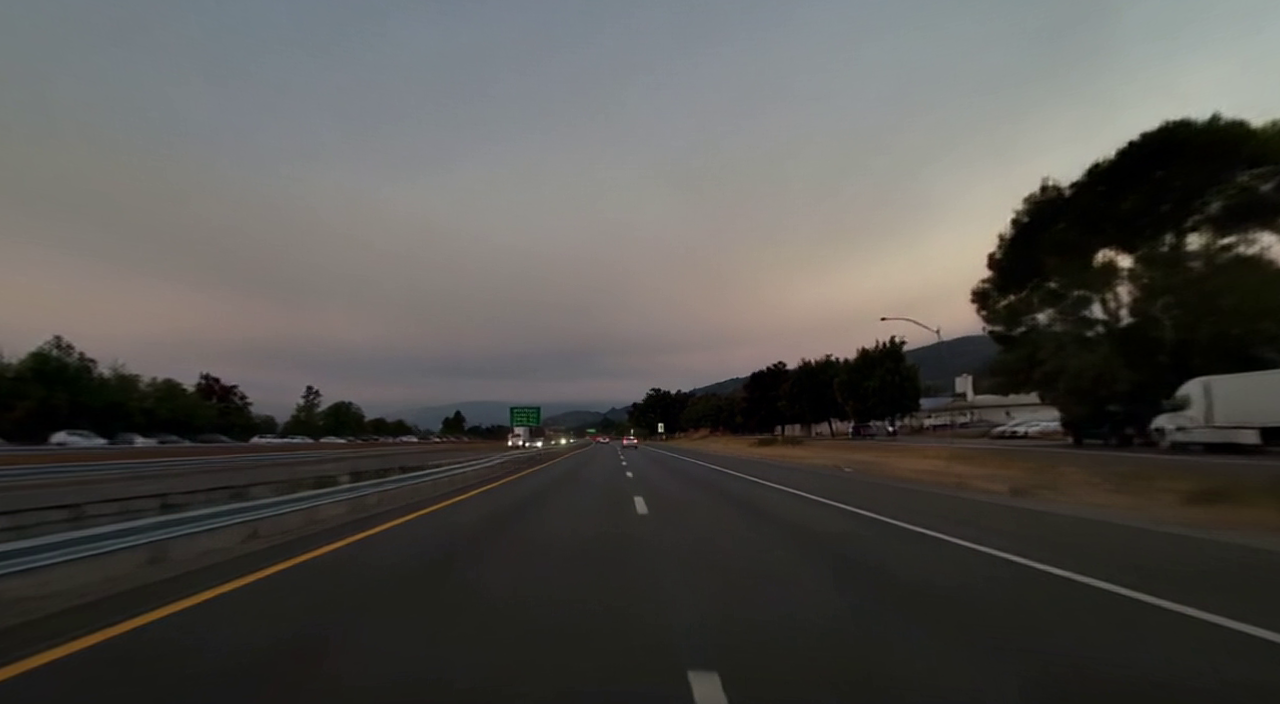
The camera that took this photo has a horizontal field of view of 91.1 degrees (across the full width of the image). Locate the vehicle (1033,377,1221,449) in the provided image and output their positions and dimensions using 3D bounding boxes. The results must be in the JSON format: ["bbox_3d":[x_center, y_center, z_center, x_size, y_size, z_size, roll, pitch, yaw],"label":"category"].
[{"bbox_3d":[35.817,4.984,47.992,3.267,4.400,17.445,-3,-8,10],"label":"vehicle"}]

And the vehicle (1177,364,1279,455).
[{"bbox_3d":[31.824,2.406,28.034,3.114,4.328,18.495,-5,-8,12],"label":"vehicle"}]
